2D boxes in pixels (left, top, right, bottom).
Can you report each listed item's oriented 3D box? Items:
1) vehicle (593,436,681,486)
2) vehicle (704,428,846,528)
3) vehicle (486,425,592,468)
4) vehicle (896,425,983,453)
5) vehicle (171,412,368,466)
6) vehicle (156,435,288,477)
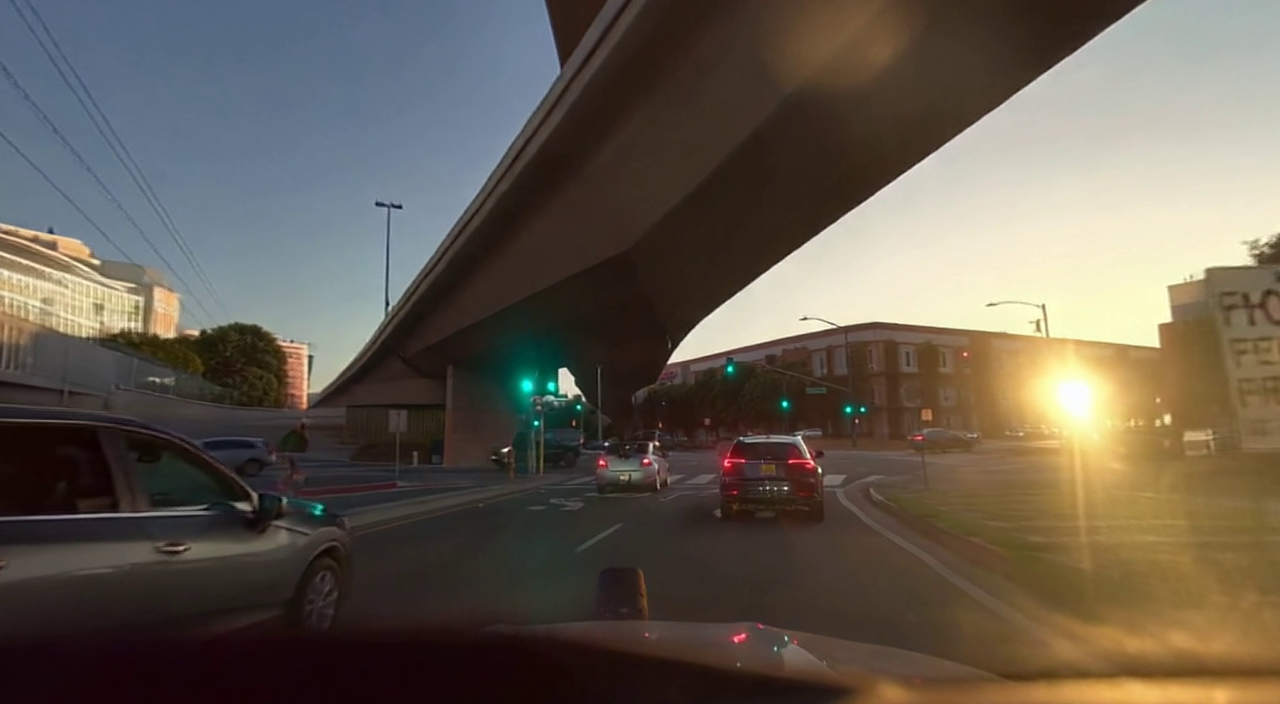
[{"bbox_3d":[0.038,3.721,21.954,2.214,1.519,4.704,-2,-9,10],"label":"vehicle"},{"bbox_3d":[2.509,2.340,12.331,2.195,1.571,4.353,-2,-8,9],"label":"vehicle"},{"bbox_3d":[-4.988,4.664,31.093,4.761,1.930,2.175,-5,-10,28],"label":"vehicle"},{"bbox_3d":[18.150,5.292,38.249,4.755,1.623,2.290,4,-9,-28],"label":"vehicle"},{"bbox_3d":[-28.370,6.897,49.808,3.136,3.659,13.988,-4,-9,24],"label":"vehicle"},{"bbox_3d":[-19.875,4.943,30.283,4.827,1.885,2.008,3,-9,-22],"label":"vehicle"}]
